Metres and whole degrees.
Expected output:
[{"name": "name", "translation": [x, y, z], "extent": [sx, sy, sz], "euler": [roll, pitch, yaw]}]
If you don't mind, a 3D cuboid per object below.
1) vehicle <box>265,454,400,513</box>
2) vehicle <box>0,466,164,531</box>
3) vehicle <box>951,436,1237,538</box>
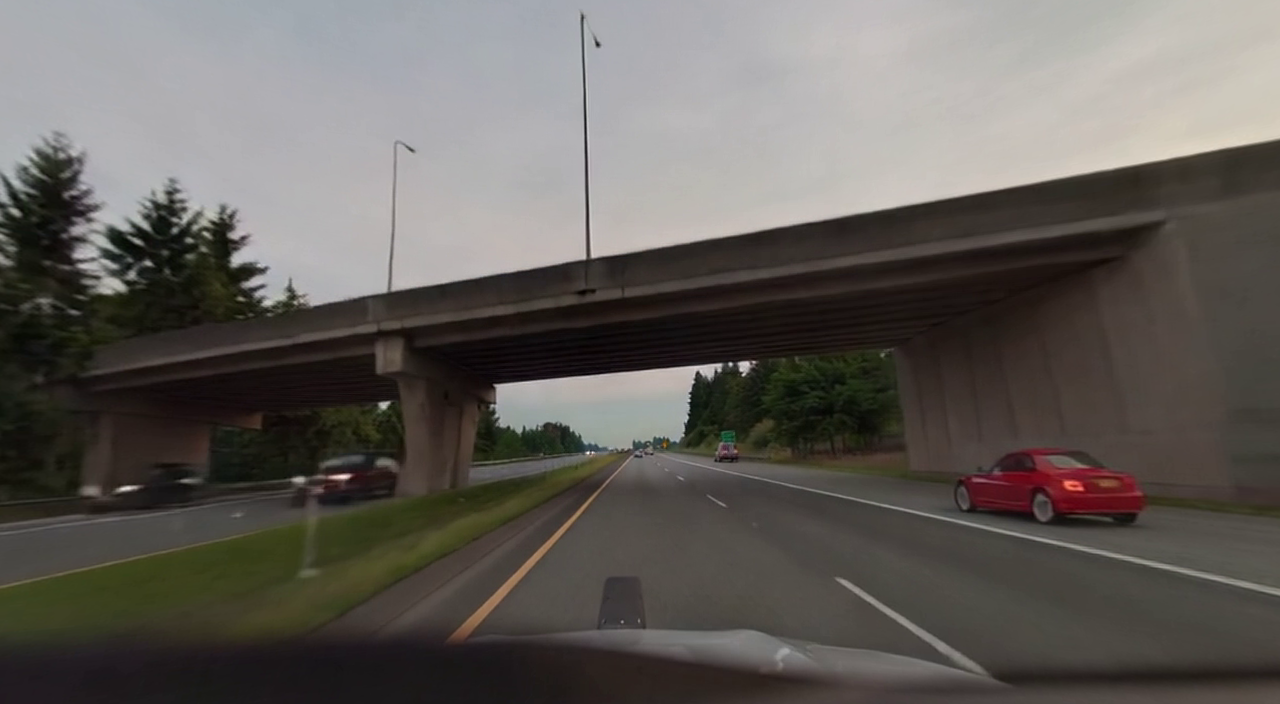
[{"name": "vehicle", "translation": [-8.452, 3.619, 17.744], "extent": [1.901, 1.453, 3.747], "euler": [0, -9, -1]}, {"name": "vehicle", "translation": [-16.282, 4.058, 17.976], "extent": [1.850, 1.488, 4.530], "euler": [0, -9, -1]}, {"name": "vehicle", "translation": [7.725, 2.329, 11.414], "extent": [1.987, 1.473, 4.244], "euler": [0, -9, 0]}]
